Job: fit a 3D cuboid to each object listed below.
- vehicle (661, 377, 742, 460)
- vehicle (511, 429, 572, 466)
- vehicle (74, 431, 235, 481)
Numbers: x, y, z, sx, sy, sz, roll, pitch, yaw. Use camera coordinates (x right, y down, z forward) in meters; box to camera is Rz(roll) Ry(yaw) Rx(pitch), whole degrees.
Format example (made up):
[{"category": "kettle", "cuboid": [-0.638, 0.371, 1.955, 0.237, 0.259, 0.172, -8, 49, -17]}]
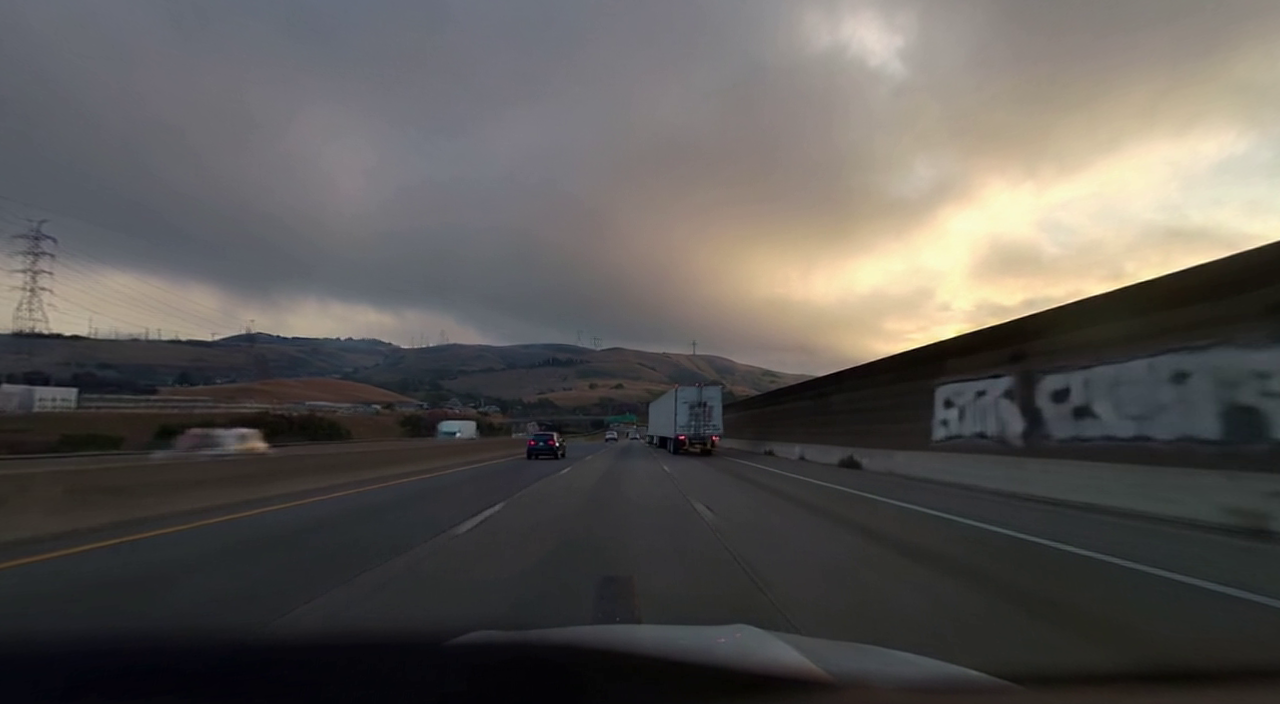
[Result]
[{"category": "vehicle", "cuboid": [3.032, 3.815, 34.793, 3.060, 3.842, 11.095, 0, -8, -1]}, {"category": "vehicle", "cuboid": [-4.250, 4.182, 27.860, 1.965, 1.486, 4.448, 0, -8, 0]}, {"category": "vehicle", "cuboid": [-15.689, 3.356, 20.726, 1.931, 1.458, 4.239, 0, -8, -1]}]
